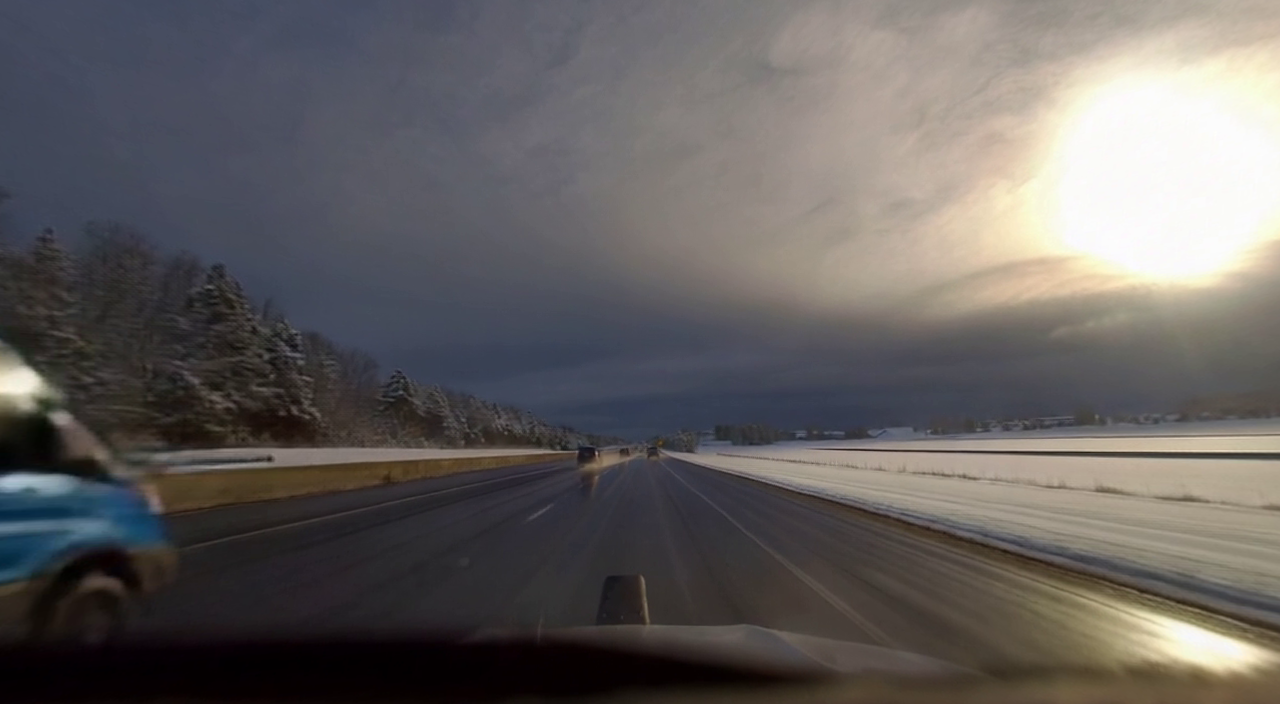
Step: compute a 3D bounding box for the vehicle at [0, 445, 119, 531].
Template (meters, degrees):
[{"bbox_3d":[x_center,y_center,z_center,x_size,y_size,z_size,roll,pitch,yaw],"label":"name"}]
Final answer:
[{"bbox_3d":[-12.025,2.376,11.063,1.908,1.470,4.498,0,-8,0],"label":"vehicle"}]
